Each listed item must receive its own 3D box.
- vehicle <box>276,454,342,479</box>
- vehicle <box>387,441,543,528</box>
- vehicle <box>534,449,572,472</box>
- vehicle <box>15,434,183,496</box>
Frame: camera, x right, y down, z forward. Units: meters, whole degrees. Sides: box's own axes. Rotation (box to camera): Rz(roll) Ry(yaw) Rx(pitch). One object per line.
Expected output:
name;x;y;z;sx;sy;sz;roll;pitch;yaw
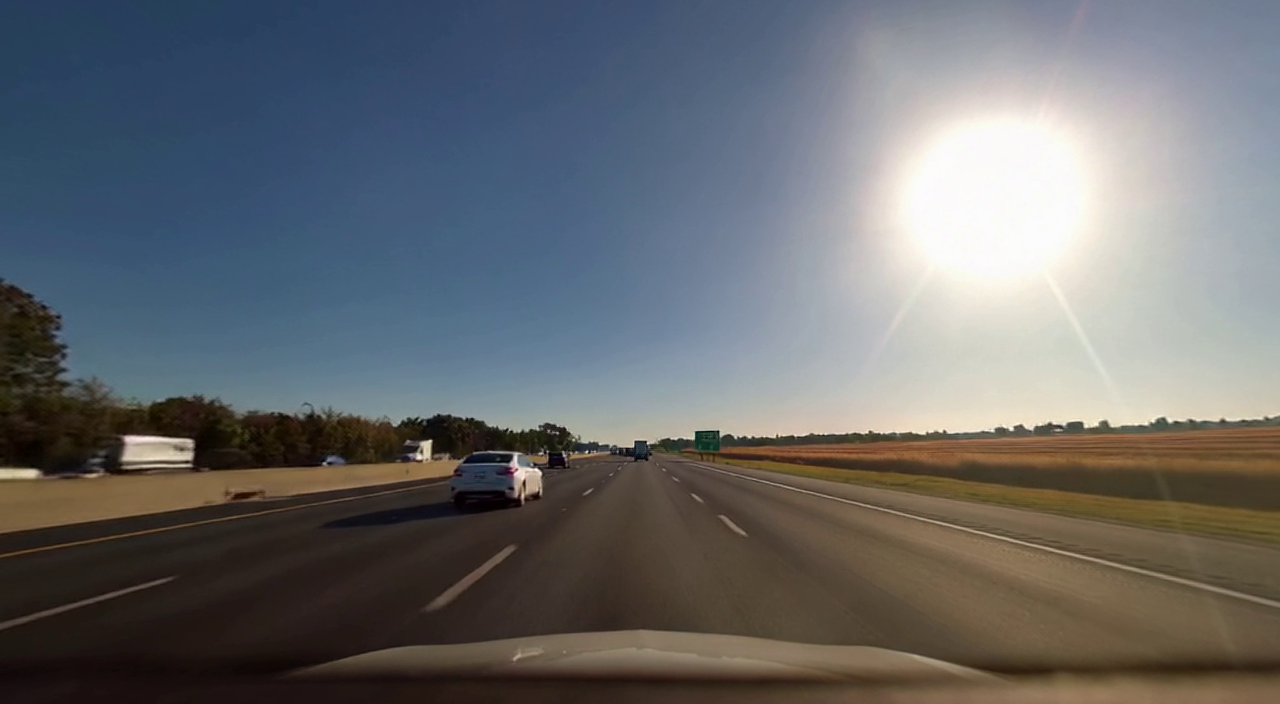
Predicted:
vehicle;-21.476;7.411;41.158;1.848;1.529;4.547;0;-9;0
vehicle;-3.619;2.843;14.082;2.139;1.607;4.378;0;-9;1
vehicle;-6.750;8.453;49.311;2.234;1.698;4.634;0;-9;1
vehicle;-25.959;5.460;30.773;2.492;2.698;6.313;0;-9;0
